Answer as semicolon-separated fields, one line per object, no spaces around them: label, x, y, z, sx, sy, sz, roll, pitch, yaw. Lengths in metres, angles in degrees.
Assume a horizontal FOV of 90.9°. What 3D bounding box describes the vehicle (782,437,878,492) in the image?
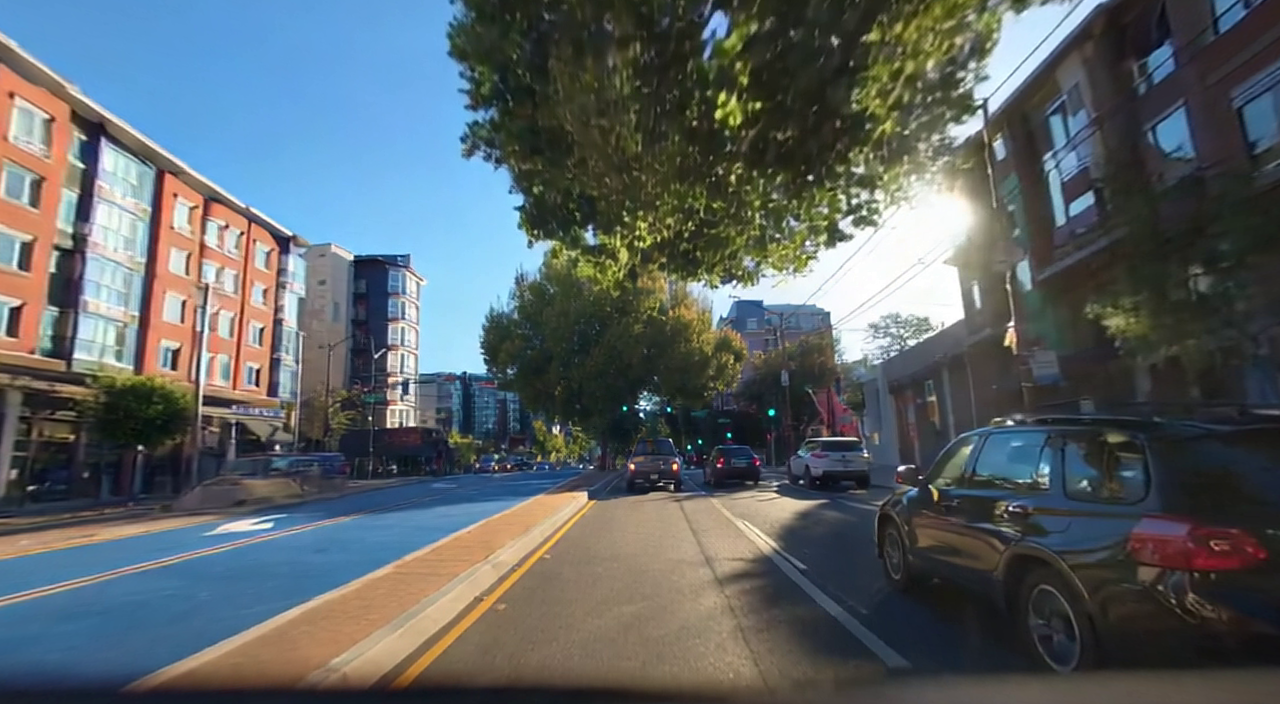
vehicle;6.709;4.028;22.888;2.066;1.790;4.663;0;-9;1

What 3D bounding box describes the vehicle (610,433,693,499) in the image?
vehicle;0.324;3.394;19.114;2.209;1.748;4.130;0;-9;0

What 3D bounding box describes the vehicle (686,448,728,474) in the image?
vehicle;3.891;6.427;37.412;2.045;1.465;4.355;0;-9;0

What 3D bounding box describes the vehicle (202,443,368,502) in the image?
vehicle;-13.886;4.731;25.412;2.640;2.054;6.504;-1;-9;3

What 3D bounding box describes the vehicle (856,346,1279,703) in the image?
vehicle;3.168;1.149;4.328;1.939;1.746;4.091;0;-9;1
